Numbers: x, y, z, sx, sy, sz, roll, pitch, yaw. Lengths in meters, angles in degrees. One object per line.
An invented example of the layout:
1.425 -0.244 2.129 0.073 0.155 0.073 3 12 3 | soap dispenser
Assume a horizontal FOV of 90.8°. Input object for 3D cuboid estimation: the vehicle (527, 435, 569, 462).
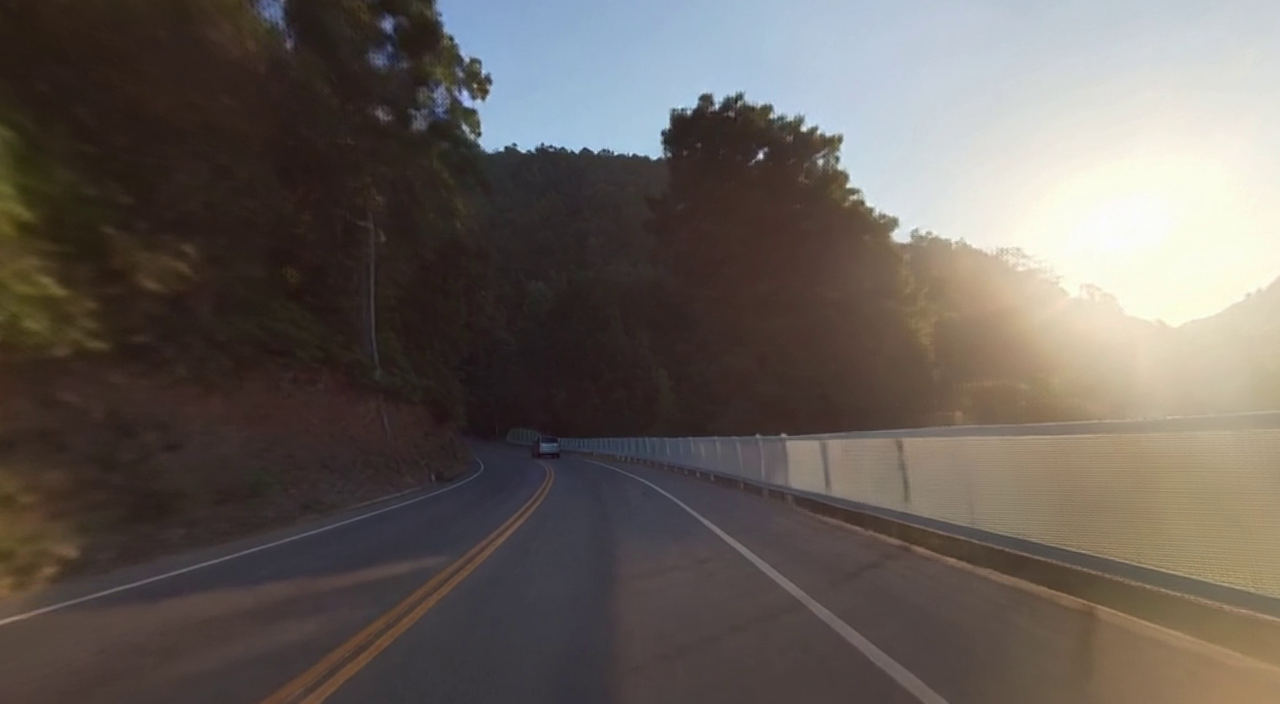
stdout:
-7.316 7.610 49.841 2.439 1.912 5.605 3 -9 -16 | vehicle
